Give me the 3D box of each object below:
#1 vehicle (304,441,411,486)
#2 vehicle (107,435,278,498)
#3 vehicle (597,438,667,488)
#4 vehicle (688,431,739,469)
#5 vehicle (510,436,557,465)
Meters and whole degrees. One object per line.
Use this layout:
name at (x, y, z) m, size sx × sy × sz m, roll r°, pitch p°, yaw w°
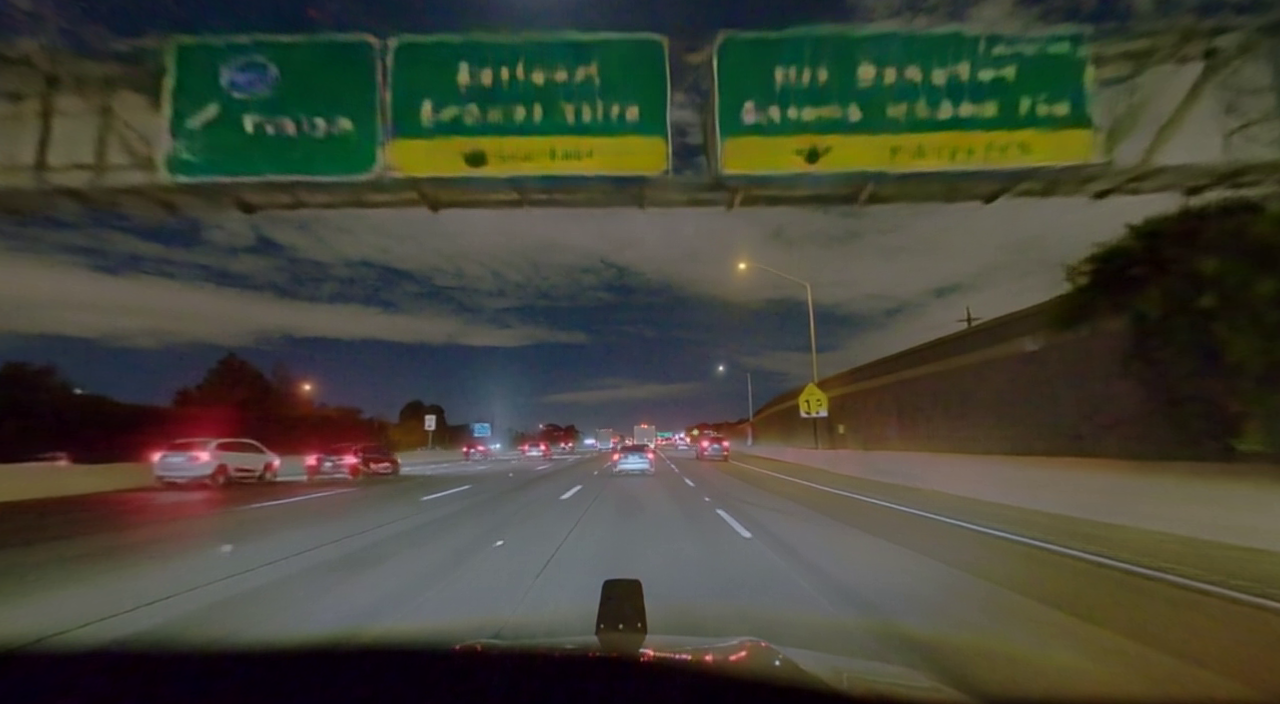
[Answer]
vehicle at (-10.481, 4.147, 23.802) m, size 1.961 × 1.510 × 4.260 m, roll 0°, pitch -8°, yaw 1°
vehicle at (-13.750, 3.524, 19.809) m, size 2.045 × 1.712 × 4.457 m, roll 0°, pitch -8°, yaw 1°
vehicle at (-0.189, 3.564, 20.655) m, size 2.042 × 1.446 × 4.269 m, roll 0°, pitch -8°, yaw 1°
vehicle at (3.612, 4.930, 31.945) m, size 2.001 × 1.771 × 4.250 m, roll 0°, pitch -8°, yaw -1°
vehicle at (-6.534, 6.124, 39.155) m, size 2.060 × 1.669 × 4.242 m, roll 0°, pitch -8°, yaw 1°
